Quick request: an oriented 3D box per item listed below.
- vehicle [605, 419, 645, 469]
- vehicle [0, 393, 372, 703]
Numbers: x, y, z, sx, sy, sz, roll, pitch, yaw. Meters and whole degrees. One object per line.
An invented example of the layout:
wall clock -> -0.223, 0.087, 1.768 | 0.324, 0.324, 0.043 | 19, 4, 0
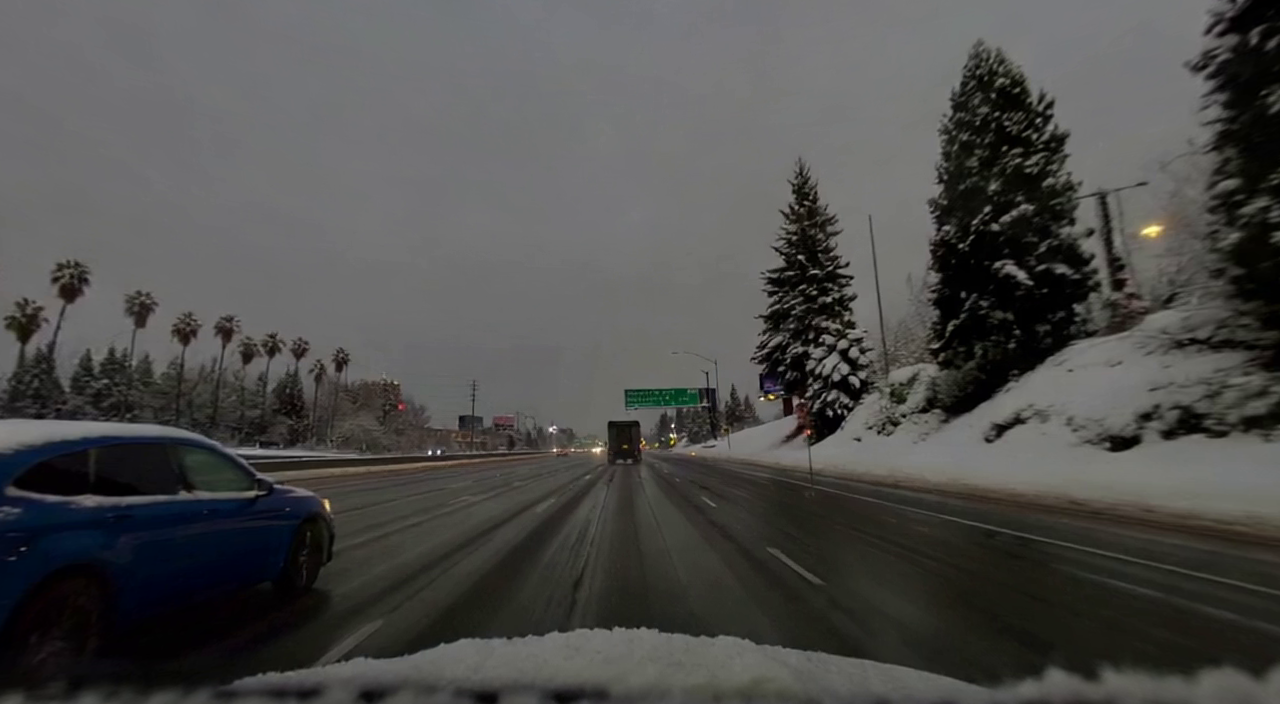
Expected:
vehicle -> -0.997, 5.901, 40.474 | 2.364, 2.953, 6.495 | 0, -8, -2
vehicle -> -4.000, 1.235, 4.521 | 2.021, 1.598, 4.887 | 0, -8, 0
